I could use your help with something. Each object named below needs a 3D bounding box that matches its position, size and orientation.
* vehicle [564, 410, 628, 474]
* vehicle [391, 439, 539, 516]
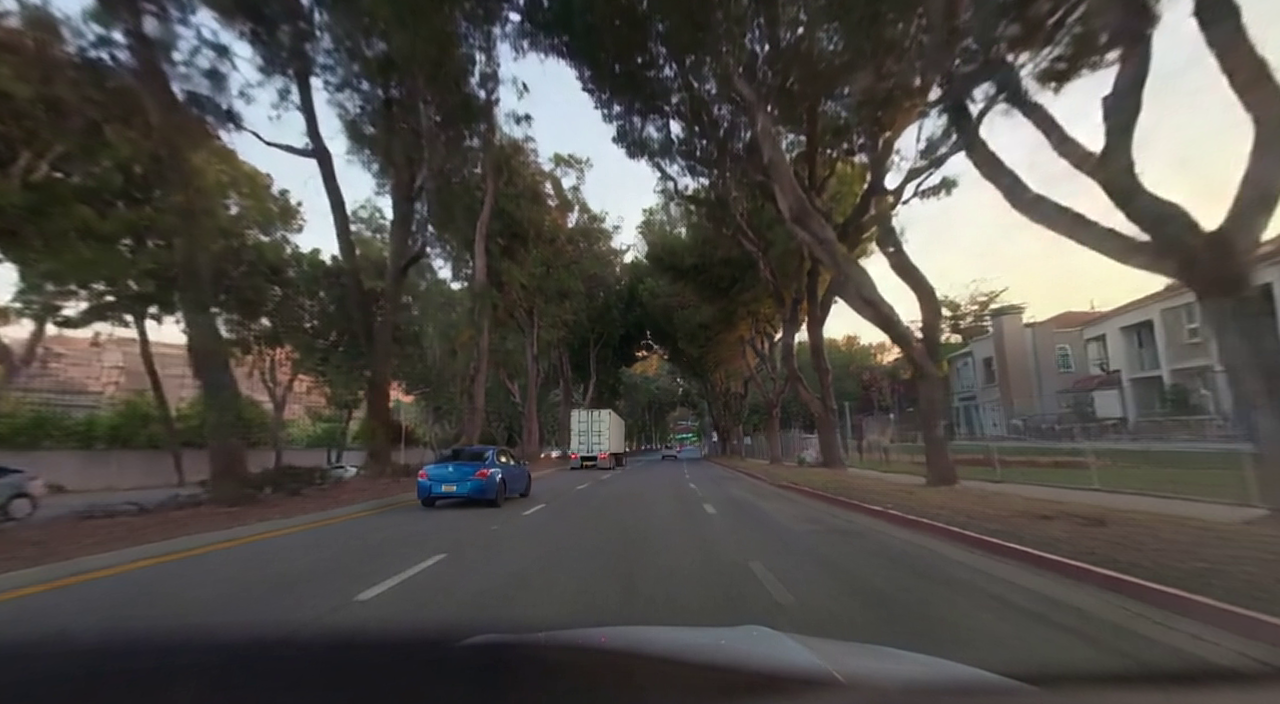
[{"bbox_3d":[-2.382,5.398,37.329,2.746,3.276,8.572,-1,-9,3],"label":"vehicle"},{"bbox_3d":[-3.770,2.804,14.528,2.005,1.462,4.345,-1,-9,3],"label":"vehicle"}]
